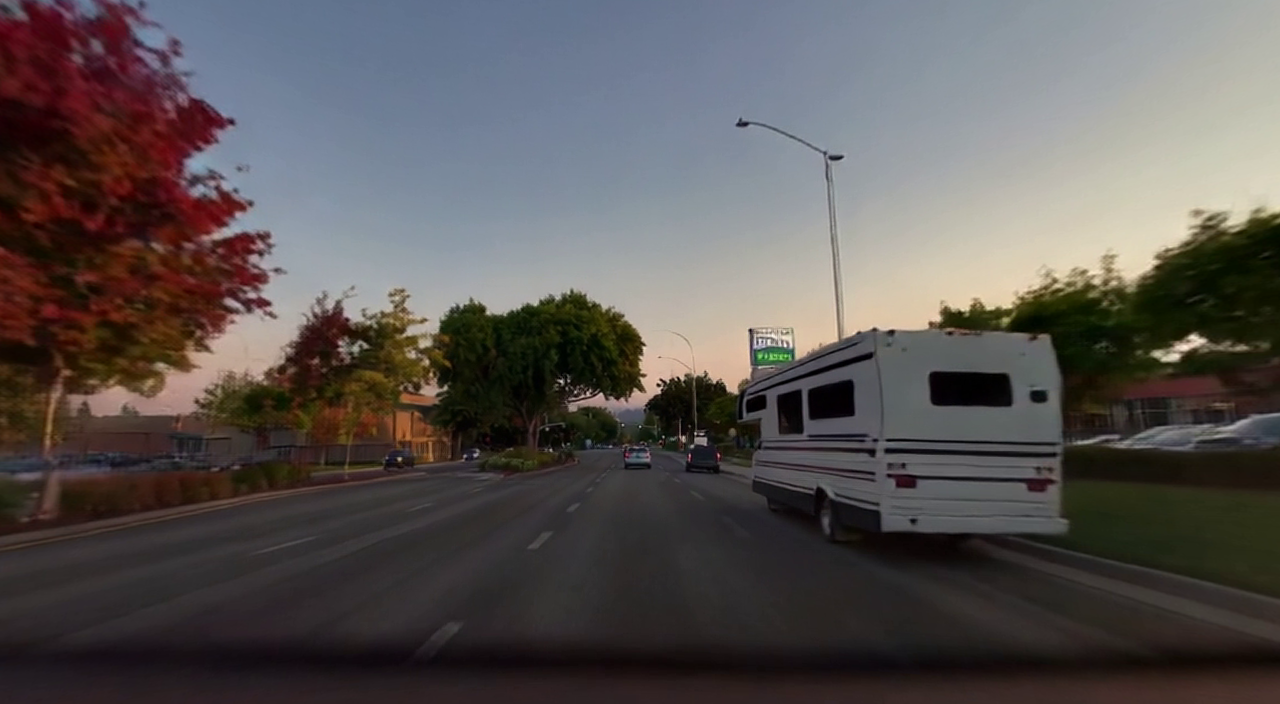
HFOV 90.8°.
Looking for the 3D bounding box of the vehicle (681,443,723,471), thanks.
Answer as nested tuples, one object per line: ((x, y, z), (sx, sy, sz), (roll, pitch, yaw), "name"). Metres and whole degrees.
((3.887, 6.692, 40.385), (2.060, 1.611, 4.675), (0, -9, -2), "vehicle")

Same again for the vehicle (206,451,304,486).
((-18.091, 5.461, 29.978), (1.889, 1.507, 4.388), (0, -9, 0), "vehicle")

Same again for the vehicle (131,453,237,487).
((-25.437, 6.568, 35.579), (2.013, 1.744, 5.354), (0, -9, -1), "vehicle")

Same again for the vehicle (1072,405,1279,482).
((14.110, 2.405, 16.512), (4.312, 1.647, 1.921), (-9, -10, 29), "vehicle")

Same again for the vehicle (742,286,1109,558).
((4.004, 1.429, 11.491), (2.924, 3.250, 7.780), (-1, -9, 0), "vehicle")

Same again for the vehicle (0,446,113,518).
((-14.801, 2.926, 14.339), (2.028, 1.535, 4.217), (0, -9, 0), "vehicle")

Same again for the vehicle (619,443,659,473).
((-0.094, 5.925, 35.463), (2.103, 1.506, 4.742), (0, -9, -1), "vehicle")
